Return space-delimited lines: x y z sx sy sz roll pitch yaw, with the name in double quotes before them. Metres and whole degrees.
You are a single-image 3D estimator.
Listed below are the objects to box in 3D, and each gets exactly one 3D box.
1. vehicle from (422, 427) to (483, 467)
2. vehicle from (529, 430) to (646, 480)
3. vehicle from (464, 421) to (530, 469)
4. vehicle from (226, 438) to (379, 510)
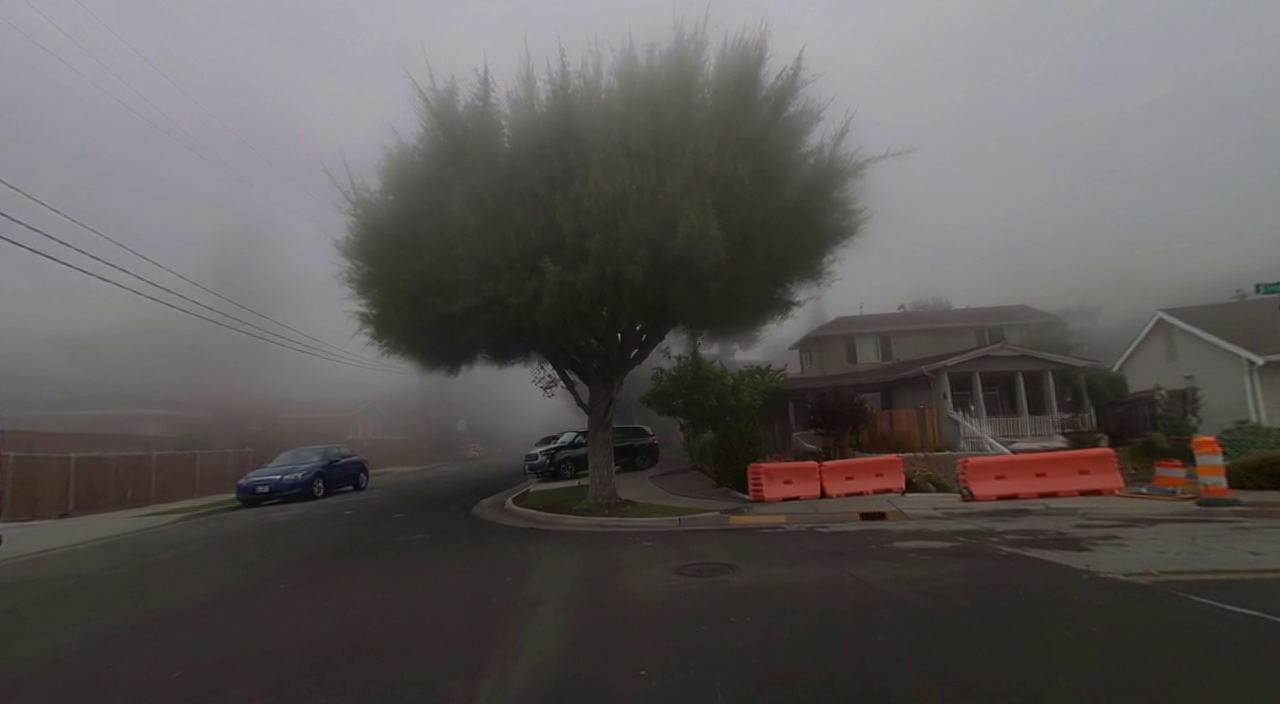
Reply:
"vehicle" -9.713 4.938 33.038 2.042 1.937 4.960 0 -7 -4
"vehicle" -1.592 3.280 20.515 1.827 1.436 4.070 -5 -9 29
"vehicle" -6.494 4.274 29.220 2.219 1.984 4.712 0 -7 -4
"vehicle" -8.336 2.982 16.047 1.899 1.524 4.082 0 -7 -5
